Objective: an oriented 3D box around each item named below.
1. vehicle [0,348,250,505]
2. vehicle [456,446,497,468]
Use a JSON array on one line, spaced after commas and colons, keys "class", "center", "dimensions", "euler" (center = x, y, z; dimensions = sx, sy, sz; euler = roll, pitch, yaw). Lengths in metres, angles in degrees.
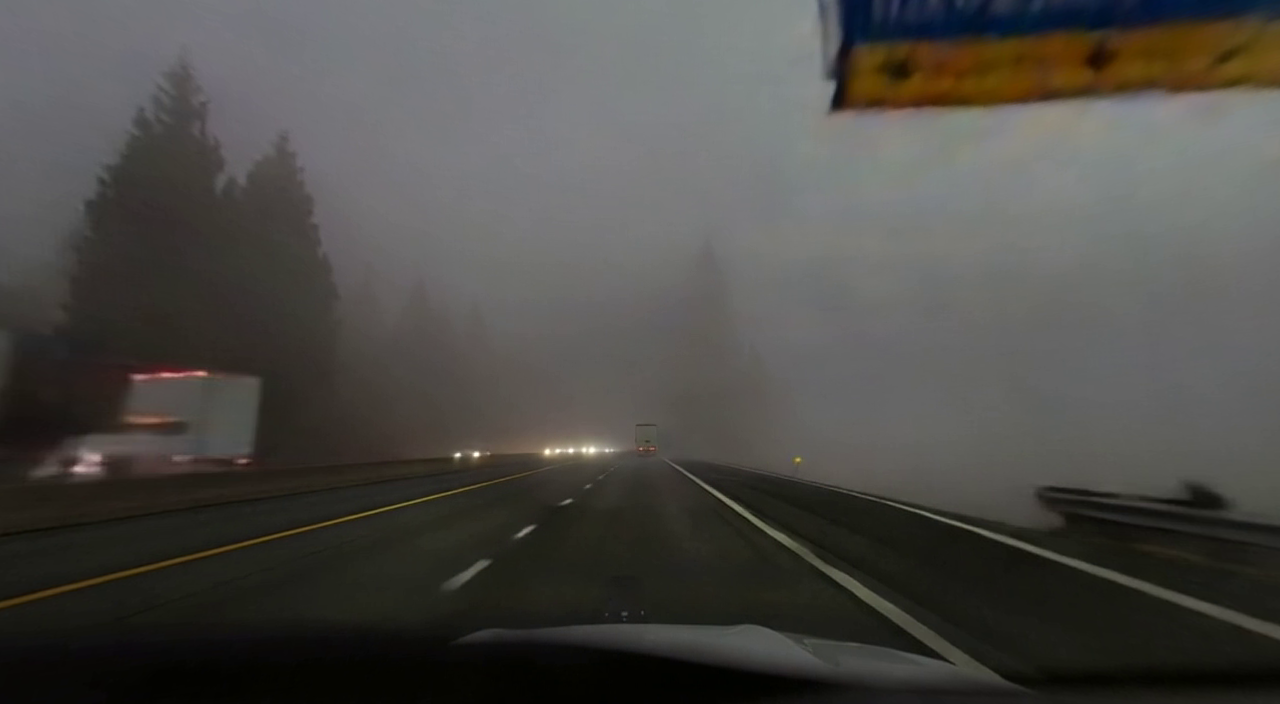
[{"class": "vehicle", "center": [-16.437, 2.476, 20.015], "dimensions": [2.866, 3.987, 7.870], "euler": [0, -9, 1]}, {"class": "vehicle", "center": [-11.528, 7.427, 44.644], "dimensions": [1.827, 1.465, 4.048], "euler": [0, -9, 0]}]
